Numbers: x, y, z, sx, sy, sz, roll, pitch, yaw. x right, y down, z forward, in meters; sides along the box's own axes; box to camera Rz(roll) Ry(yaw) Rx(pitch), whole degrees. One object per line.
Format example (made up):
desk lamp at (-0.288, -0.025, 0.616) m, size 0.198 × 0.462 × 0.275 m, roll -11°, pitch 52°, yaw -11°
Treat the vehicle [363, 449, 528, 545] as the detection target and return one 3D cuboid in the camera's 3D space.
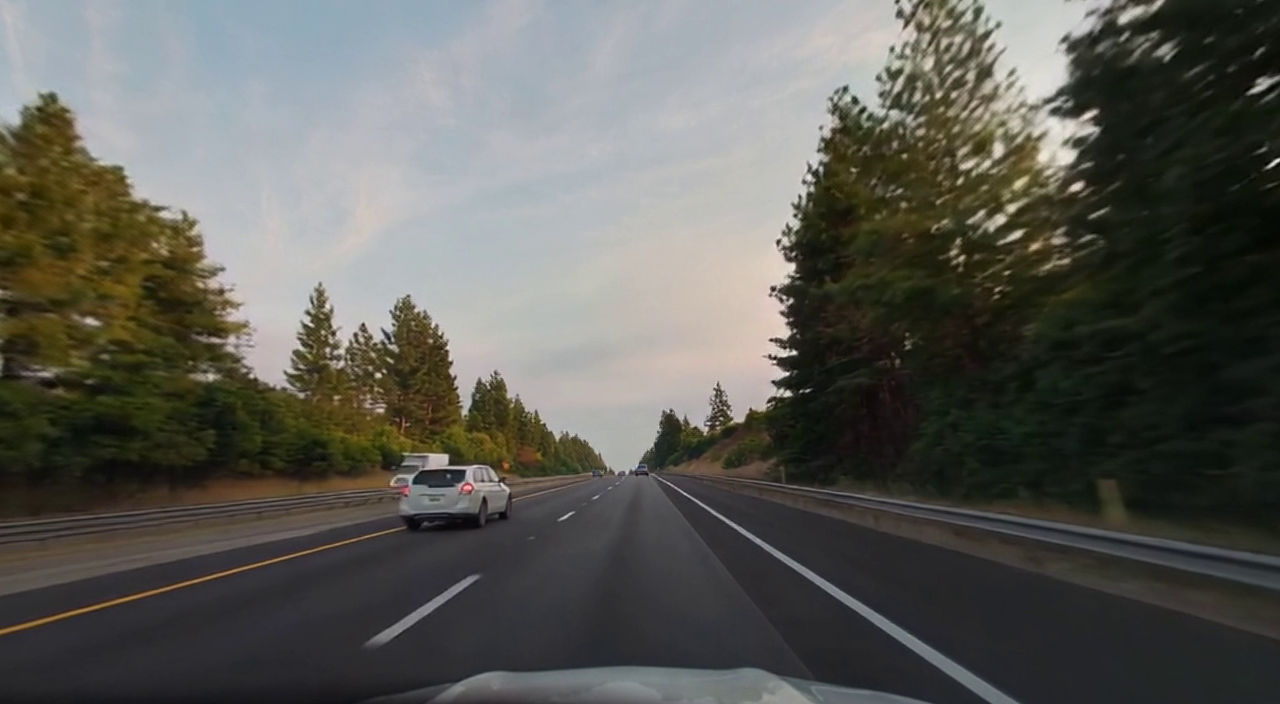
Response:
vehicle at (-3.621, 2.808, 12.628) m, size 1.900 × 1.550 × 4.146 m, roll 0°, pitch -11°, yaw 1°
